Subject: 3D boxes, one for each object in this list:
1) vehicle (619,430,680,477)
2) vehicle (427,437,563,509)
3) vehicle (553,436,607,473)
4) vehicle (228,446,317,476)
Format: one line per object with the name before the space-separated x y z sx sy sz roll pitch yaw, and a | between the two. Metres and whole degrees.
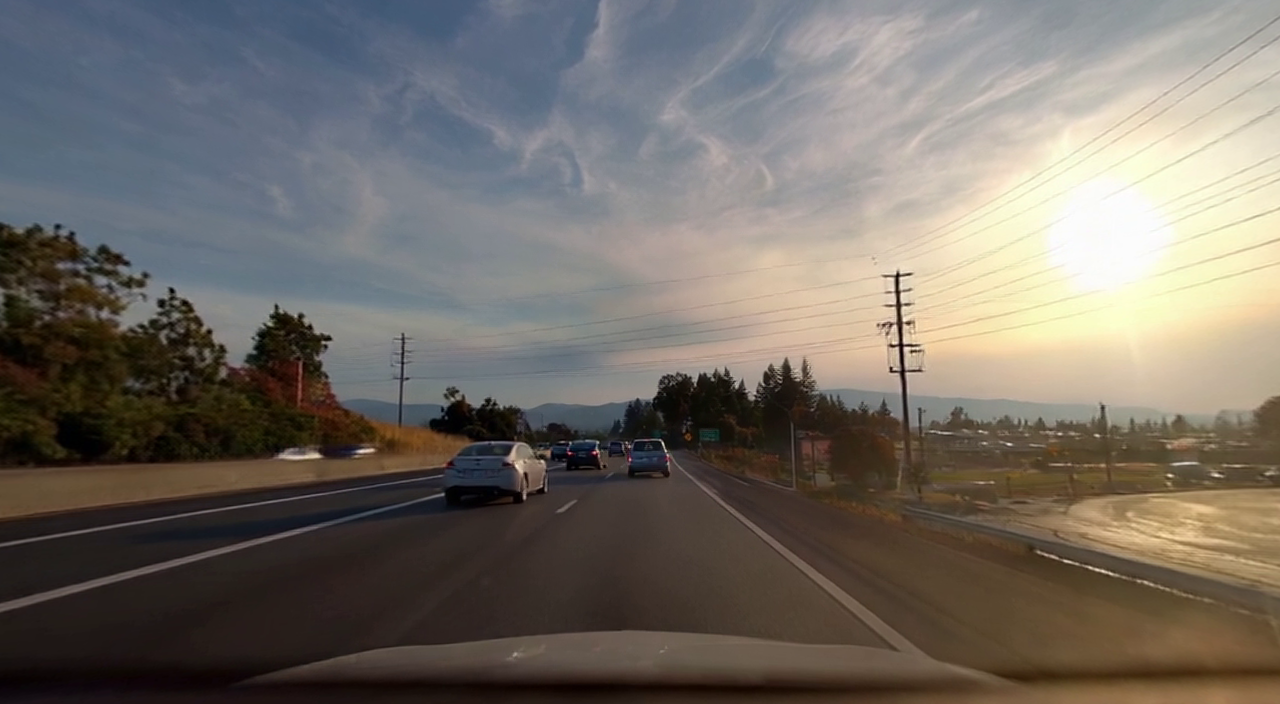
vehicle | 0.413 4.239 26.488 2.319 1.813 4.274 0 -8 1
vehicle | -3.258 2.820 15.204 2.092 1.464 4.466 0 -8 2
vehicle | -2.929 5.166 31.901 2.051 1.695 4.731 -1 -8 3
vehicle | -20.028 5.918 34.646 1.886 1.495 4.780 -1 -8 2
